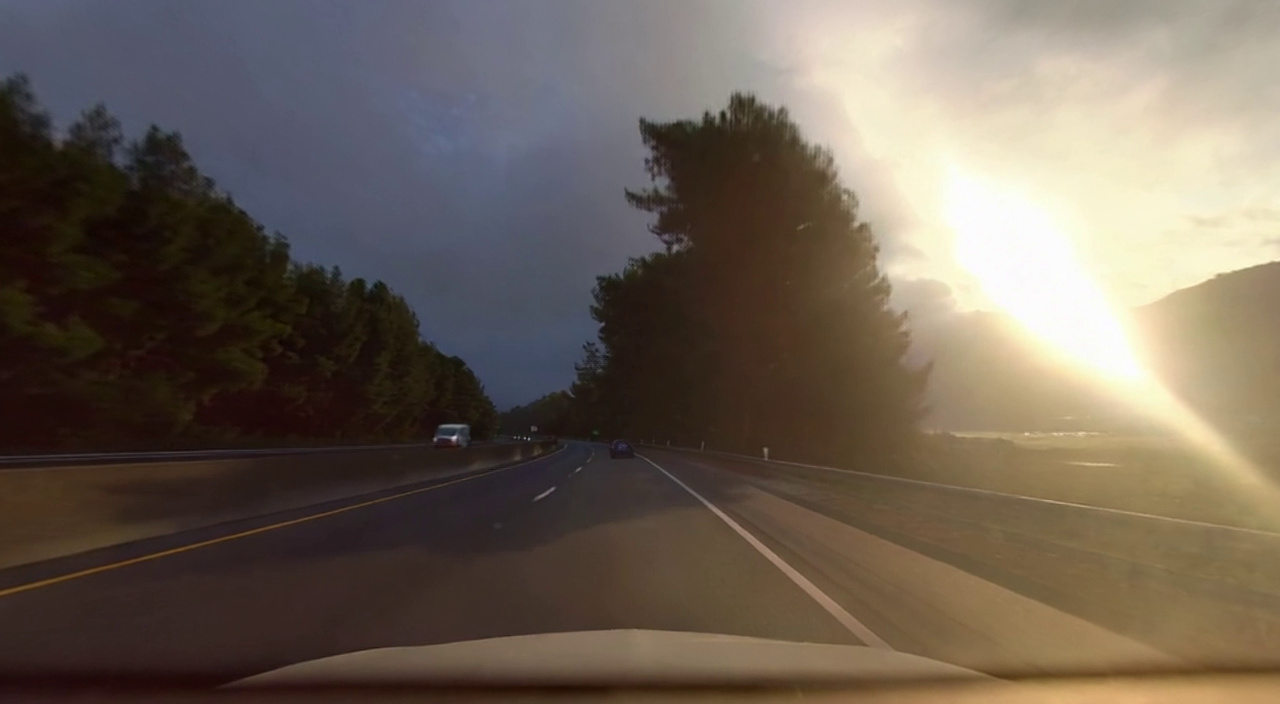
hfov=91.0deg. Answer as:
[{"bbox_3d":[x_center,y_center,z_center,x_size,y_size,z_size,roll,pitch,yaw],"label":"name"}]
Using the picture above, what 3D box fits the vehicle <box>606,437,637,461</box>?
[{"bbox_3d":[-1.315,6.636,43.320,2.004,1.515,3.968,0,-8,-3],"label":"vehicle"}]
